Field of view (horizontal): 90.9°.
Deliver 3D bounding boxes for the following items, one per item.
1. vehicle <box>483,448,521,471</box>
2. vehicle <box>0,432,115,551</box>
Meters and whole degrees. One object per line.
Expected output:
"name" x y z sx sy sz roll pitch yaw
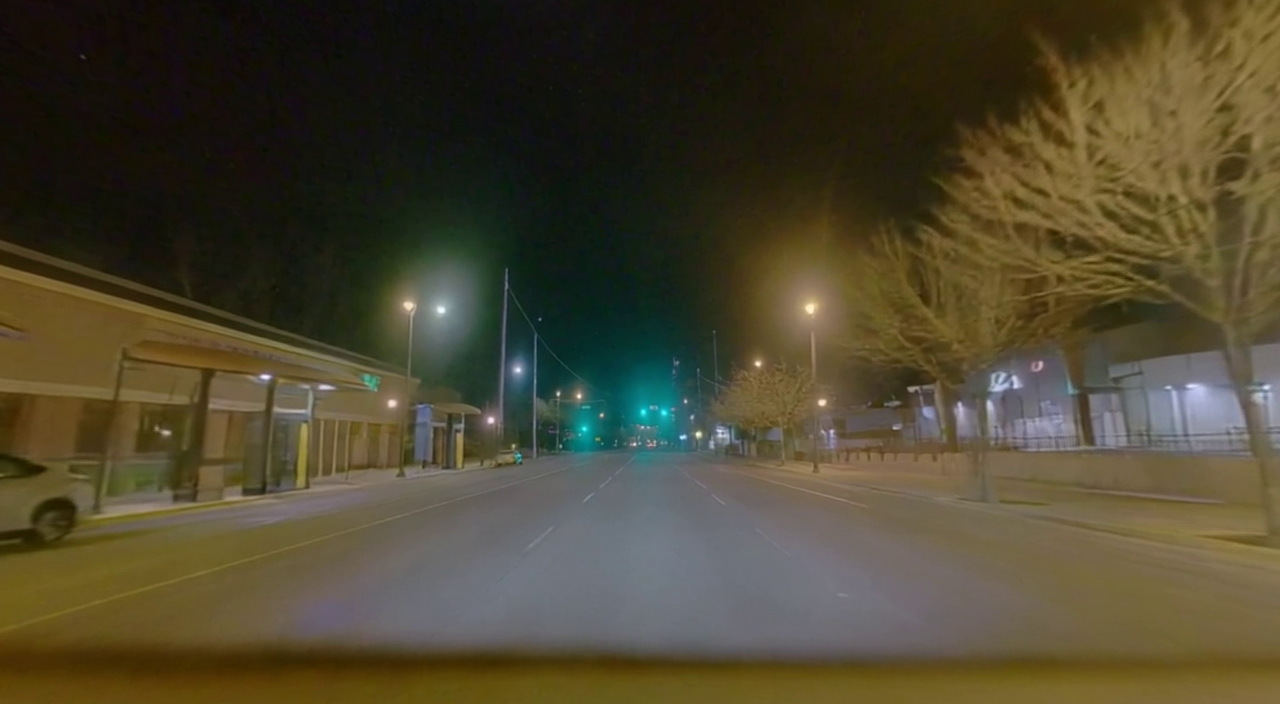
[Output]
"vehicle" -10.388 8.103 47.763 1.846 1.447 4.264 -1 -6 2
"vehicle" -10.825 2.130 9.347 2.060 1.796 4.675 -1 -7 0
